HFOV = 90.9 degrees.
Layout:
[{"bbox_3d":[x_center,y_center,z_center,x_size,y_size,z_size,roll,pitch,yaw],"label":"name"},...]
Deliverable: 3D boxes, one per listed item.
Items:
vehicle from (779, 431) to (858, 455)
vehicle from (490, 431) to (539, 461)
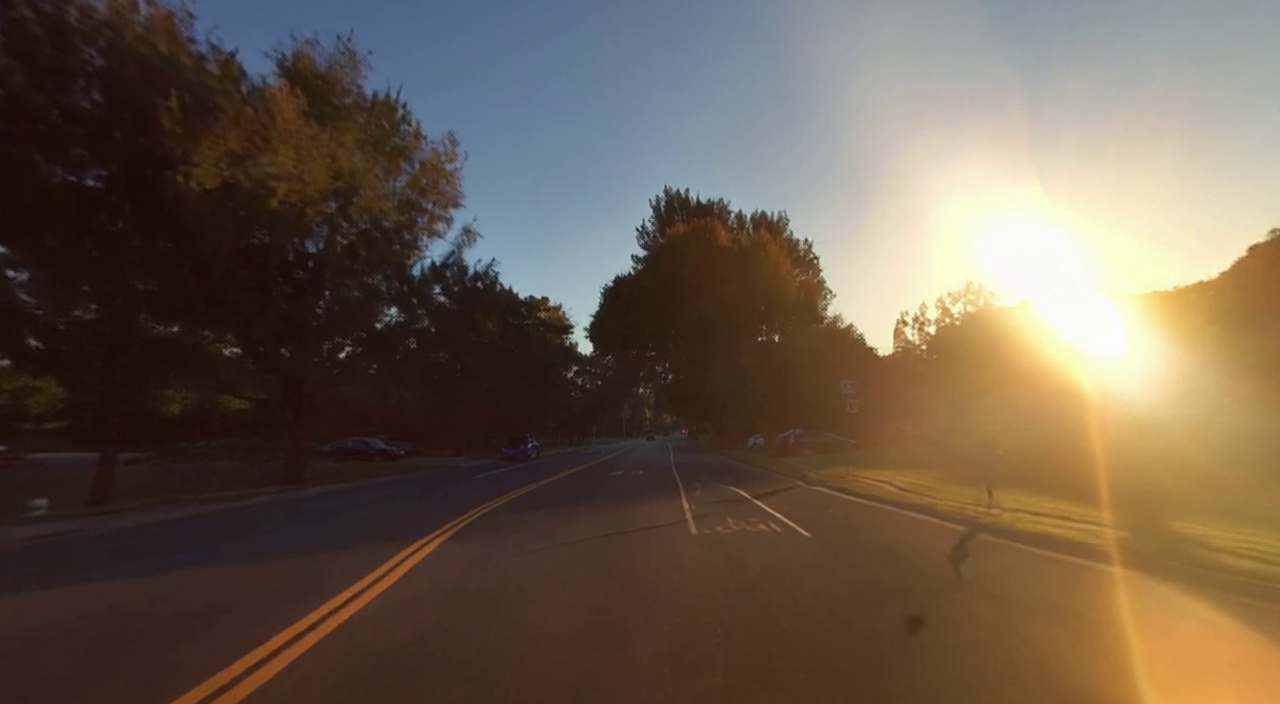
[{"bbox_3d":[11.345,5.814,40.290,4.460,1.456,1.804,-1,-8,3],"label":"vehicle"},{"bbox_3d":[-8.176,6.149,41.449,2.142,1.723,4.275,-3,-7,2],"label":"vehicle"}]
